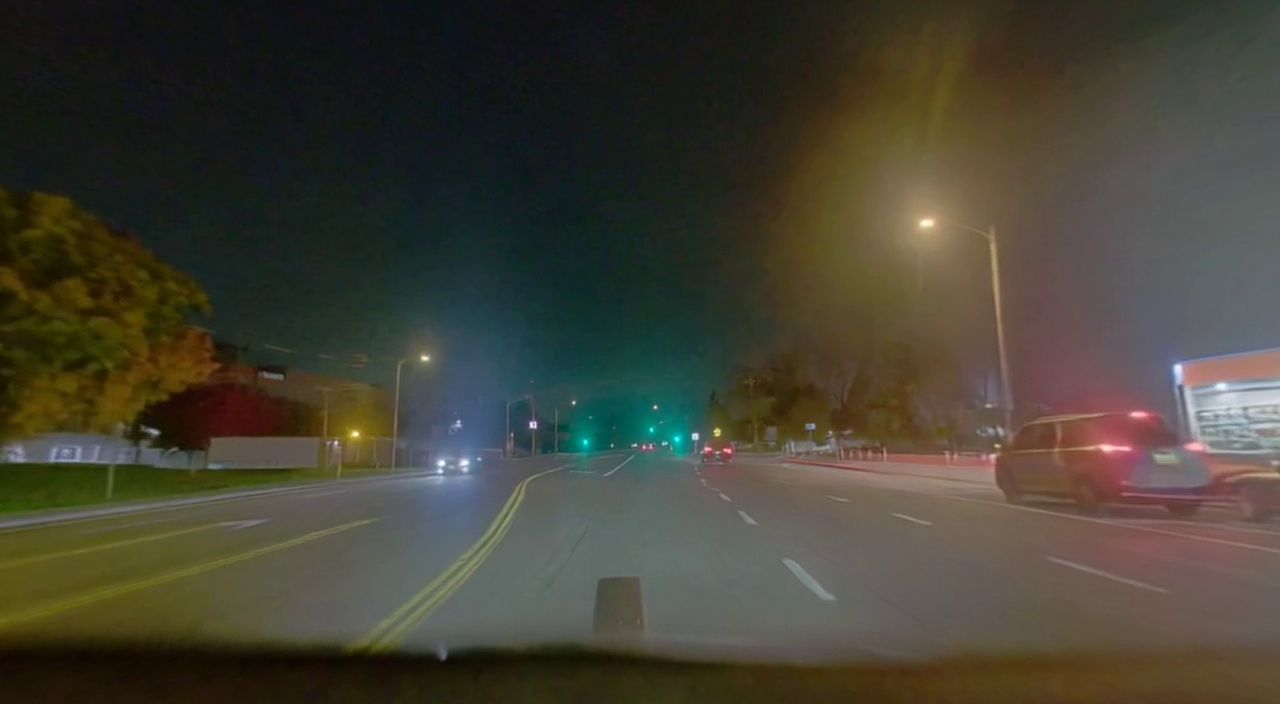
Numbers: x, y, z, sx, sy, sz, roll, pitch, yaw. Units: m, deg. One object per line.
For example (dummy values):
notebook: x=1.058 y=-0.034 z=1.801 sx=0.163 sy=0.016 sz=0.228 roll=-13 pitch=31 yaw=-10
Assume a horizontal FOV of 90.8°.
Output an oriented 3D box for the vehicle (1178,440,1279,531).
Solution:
vehicle: x=10.960 y=2.007 z=9.308 sx=1.857 sy=1.411 sz=4.859 roll=0 pitch=-9 yaw=1

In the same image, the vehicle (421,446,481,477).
vehicle: x=-10.600 y=6.165 z=35.811 sx=1.994 sy=1.657 sz=4.510 roll=0 pitch=-9 yaw=1

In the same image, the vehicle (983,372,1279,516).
vehicle: x=11.057 y=2.187 z=15.016 sx=2.507 sy=2.745 sz=5.779 roll=0 pitch=-9 yaw=1

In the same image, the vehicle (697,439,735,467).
vehicle: x=4.746 y=6.383 z=39.904 sx=1.957 sy=1.643 sz=4.226 roll=0 pitch=-9 yaw=1
